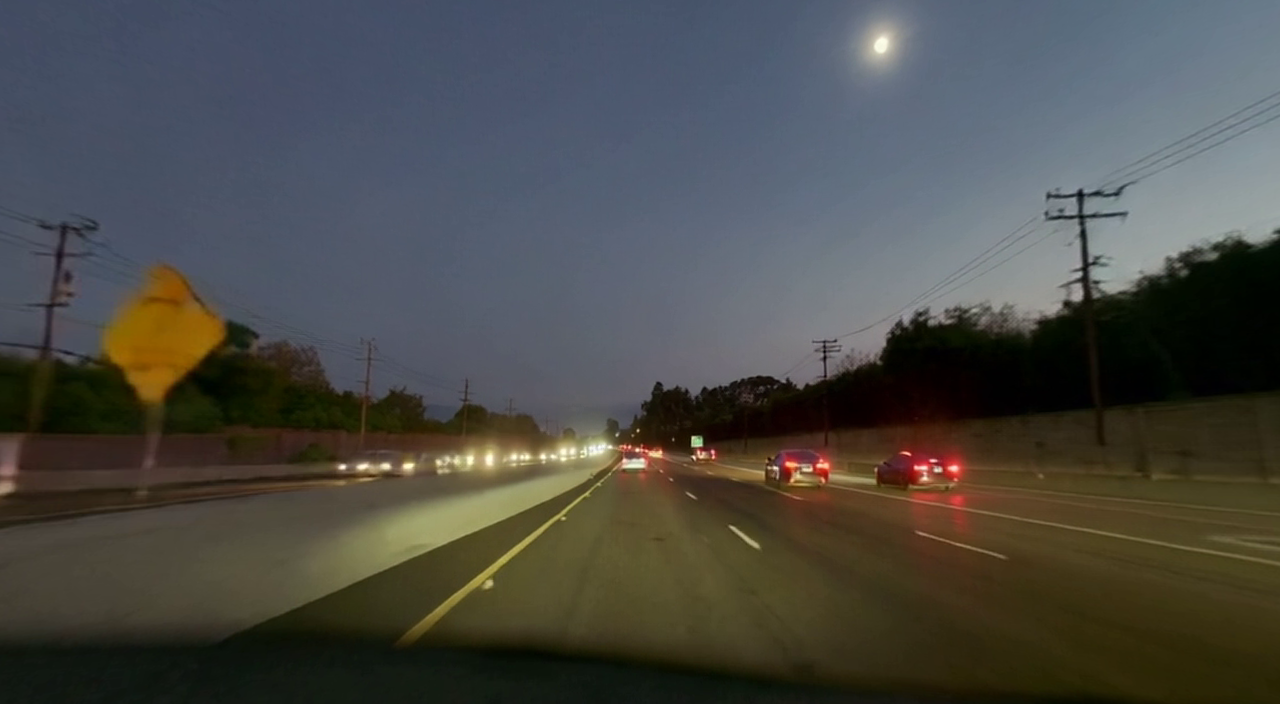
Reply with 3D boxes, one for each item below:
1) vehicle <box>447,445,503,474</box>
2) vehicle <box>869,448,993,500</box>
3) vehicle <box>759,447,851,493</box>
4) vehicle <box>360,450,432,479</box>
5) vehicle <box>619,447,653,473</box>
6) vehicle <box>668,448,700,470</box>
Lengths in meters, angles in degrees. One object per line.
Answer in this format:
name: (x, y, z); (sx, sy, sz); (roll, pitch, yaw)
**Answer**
vehicle: (-10.271, 6.701, 39.664); (2.288, 1.735, 4.468); (0, -9, 0)
vehicle: (9.586, 4.015, 21.259); (1.969, 1.506, 4.422); (0, -9, -1)
vehicle: (5.903, 4.254, 23.233); (2.069, 1.520, 4.614); (0, -9, -1)
vehicle: (-13.549, 6.245, 35.469); (2.133, 1.485, 4.644); (0, -9, 1)
vehicle: (-0.273, 6.663, 39.104); (1.993, 1.506, 3.883); (0, -9, -1)
vehicle: (3.189, 7.888, 46.732); (1.981, 1.480, 4.316); (0, -9, -1)
